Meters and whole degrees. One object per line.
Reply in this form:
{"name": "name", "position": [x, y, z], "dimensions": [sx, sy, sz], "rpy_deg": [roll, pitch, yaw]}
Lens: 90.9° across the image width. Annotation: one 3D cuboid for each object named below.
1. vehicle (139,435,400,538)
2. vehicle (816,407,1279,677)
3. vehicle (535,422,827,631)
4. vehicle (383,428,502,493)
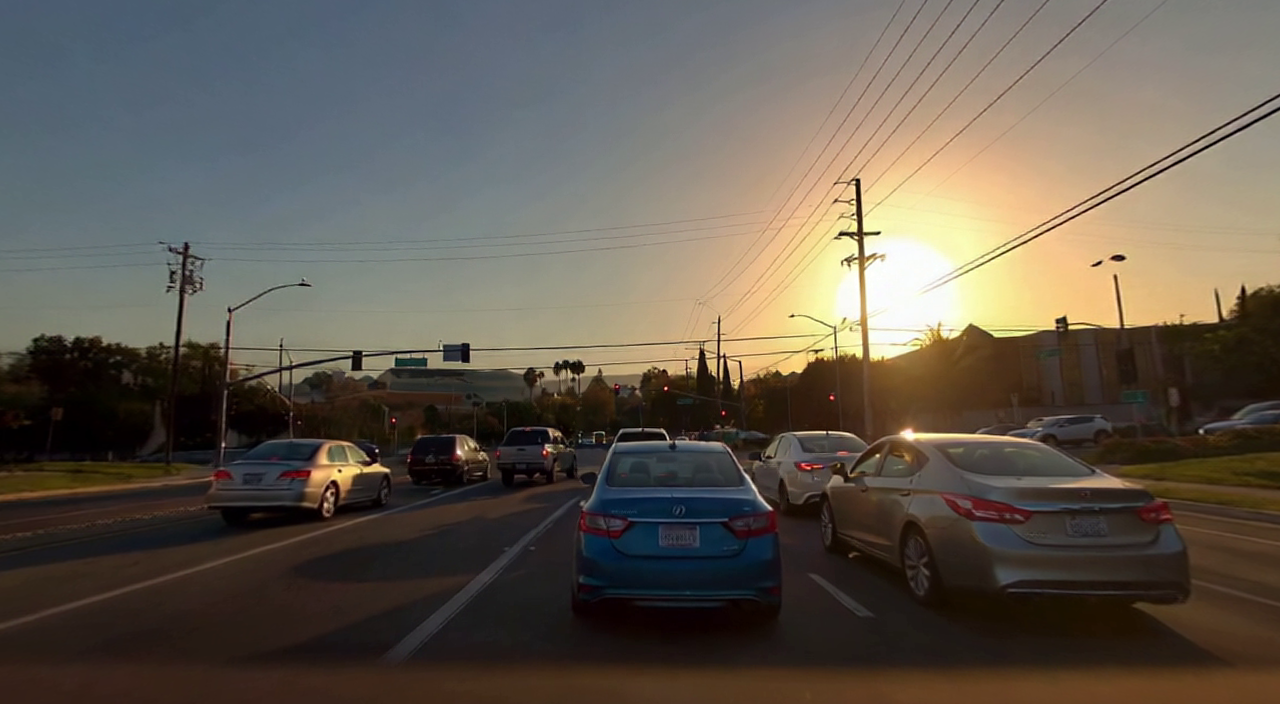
{"name": "vehicle", "position": [-6.396, 2.328, 11.709], "dimensions": [1.955, 1.497, 4.639], "rpy_deg": [-1, -8, 1]}
{"name": "vehicle", "position": [3.141, 1.385, 5.737], "dimensions": [1.870, 1.523, 4.096], "rpy_deg": [0, -8, 0]}
{"name": "vehicle", "position": [0.300, 1.557, 6.613], "dimensions": [2.109, 1.483, 3.964], "rpy_deg": [0, -8, 0]}
{"name": "vehicle", "position": [-6.254, 3.491, 20.773], "dimensions": [2.070, 1.824, 5.196], "rpy_deg": [-1, -8, 2]}
